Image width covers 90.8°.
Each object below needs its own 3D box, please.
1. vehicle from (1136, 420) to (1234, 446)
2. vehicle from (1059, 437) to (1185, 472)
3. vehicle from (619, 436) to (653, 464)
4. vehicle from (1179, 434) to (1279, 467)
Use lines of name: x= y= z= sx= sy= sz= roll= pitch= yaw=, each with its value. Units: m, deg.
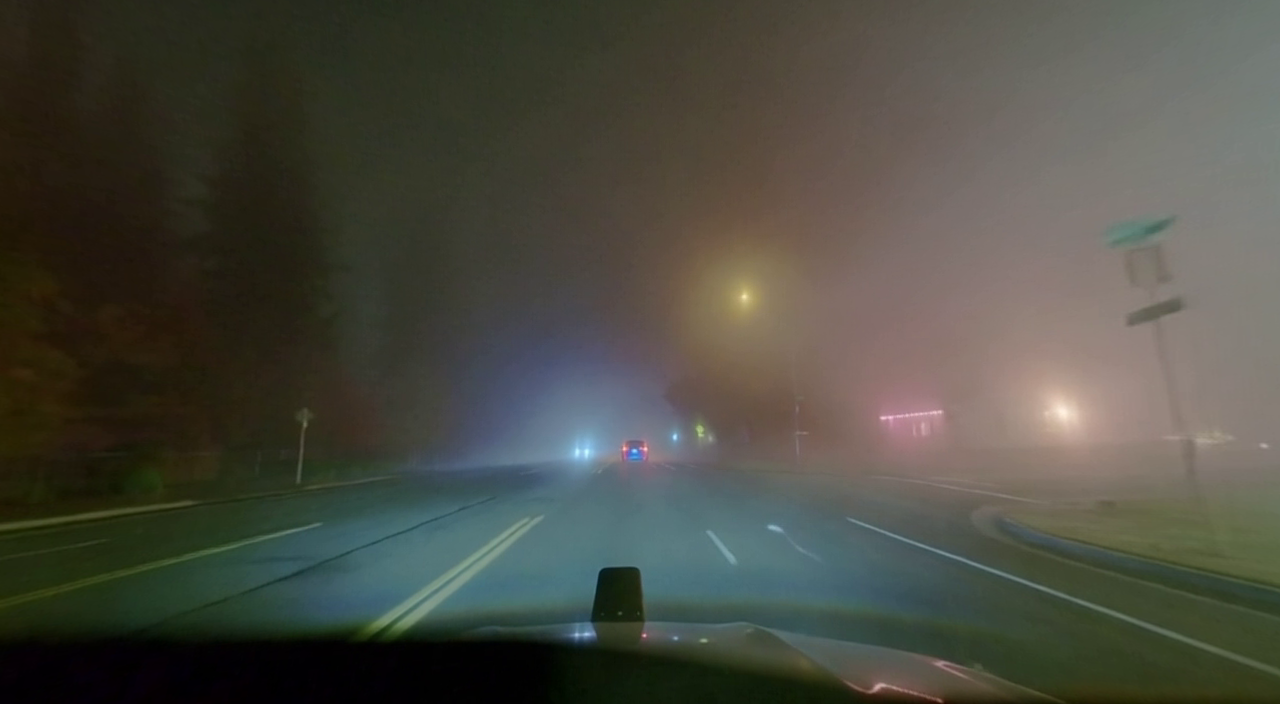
vehicle: x=37.002 y=5.556 z=43.075 sx=2.008 sy=1.662 sz=4.767 roll=1 pitch=-8 yaw=-8
vehicle: x=22.178 y=4.719 z=29.149 sx=4.218 sy=1.505 sz=2.169 roll=1 pitch=-8 yaw=-8
vehicle: x=-0.286 y=6.664 z=43.145 sx=2.230 sy=1.827 sz=4.298 roll=0 pitch=-8 yaw=-1
vehicle: x=28.617 y=4.676 z=30.058 sx=4.359 sy=1.479 sz=1.890 roll=1 pitch=-8 yaw=-7
